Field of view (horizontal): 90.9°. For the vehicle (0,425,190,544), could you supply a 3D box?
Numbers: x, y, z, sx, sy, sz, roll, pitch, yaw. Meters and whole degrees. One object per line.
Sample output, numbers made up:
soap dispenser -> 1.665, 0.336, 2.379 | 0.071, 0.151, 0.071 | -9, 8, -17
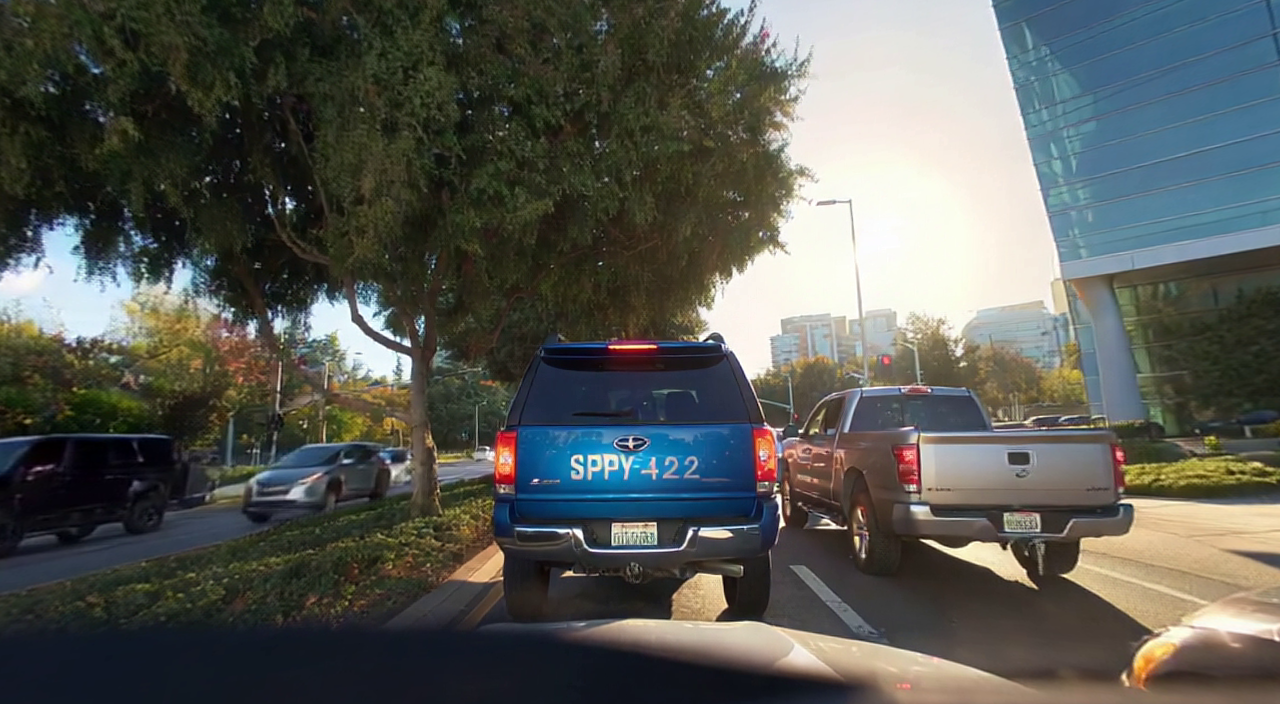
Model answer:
vehicle -> -16.120, 3.541, 17.400 | 2.741, 2.730, 6.221 | -3, -8, 0

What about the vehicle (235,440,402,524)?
vehicle -> -9.052, 3.650, 18.406 | 2.126, 2.027, 5.018 | -2, -9, 1

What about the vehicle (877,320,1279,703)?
vehicle -> 3.083, 0.988, 3.468 | 2.022, 1.700, 4.410 | 0, -8, 3

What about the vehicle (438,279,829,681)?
vehicle -> 0.017, 1.037, 5.981 | 2.267, 2.372, 4.366 | 0, -8, 2
